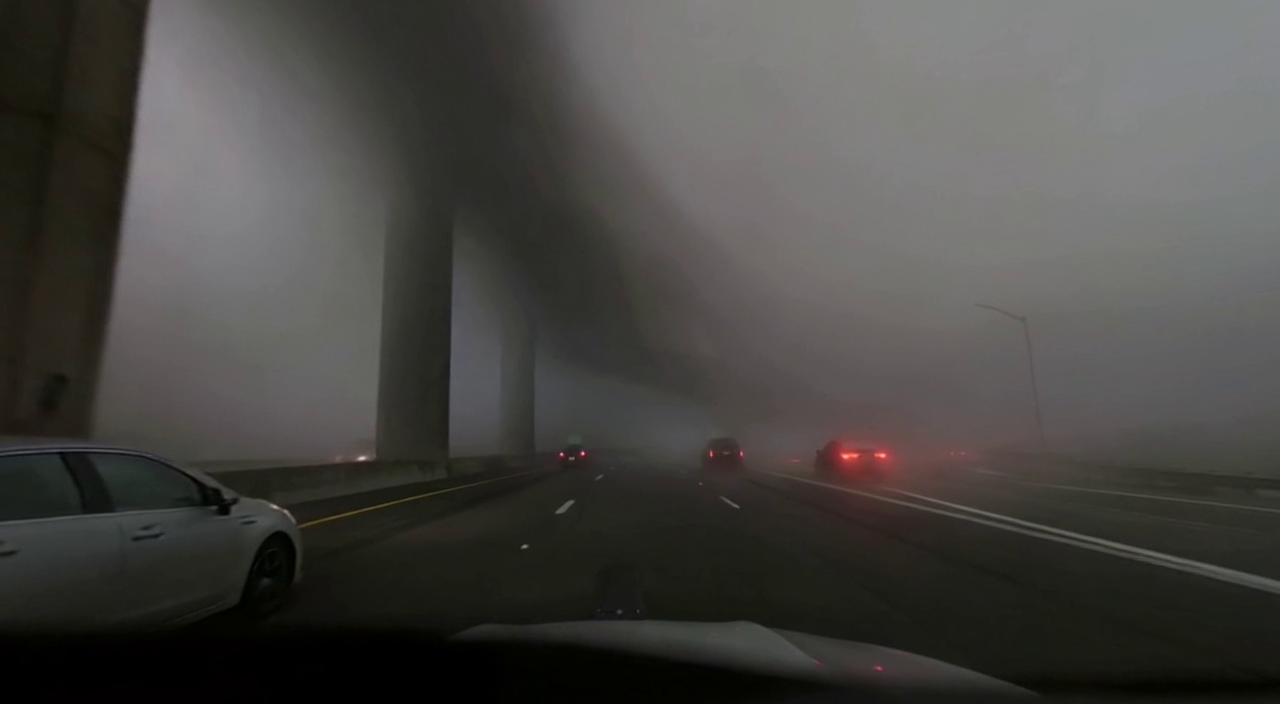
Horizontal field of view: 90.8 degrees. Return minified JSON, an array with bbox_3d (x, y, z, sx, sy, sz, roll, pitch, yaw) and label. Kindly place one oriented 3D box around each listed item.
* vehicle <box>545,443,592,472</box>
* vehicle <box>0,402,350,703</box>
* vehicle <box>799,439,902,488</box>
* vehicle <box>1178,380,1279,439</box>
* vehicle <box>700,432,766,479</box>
[{"bbox_3d":[-3.827,5.724,34.543,2.047,1.464,4.387,0,-8,0],"label":"vehicle"},{"bbox_3d":[-3.618,1.055,3.277,1.997,1.476,4.703,0,-8,0],"label":"vehicle"},{"bbox_3d":[7.005,3.742,21.573,1.989,1.472,4.322,0,-8,-1],"label":"vehicle"},{"bbox_3d":[44.730,4.532,47.065,2.883,3.685,12.599,-3,-9,21],"label":"vehicle"},{"bbox_3d":[3.752,4.261,26.213,2.072,1.761,4.242,0,-8,-1],"label":"vehicle"}]
